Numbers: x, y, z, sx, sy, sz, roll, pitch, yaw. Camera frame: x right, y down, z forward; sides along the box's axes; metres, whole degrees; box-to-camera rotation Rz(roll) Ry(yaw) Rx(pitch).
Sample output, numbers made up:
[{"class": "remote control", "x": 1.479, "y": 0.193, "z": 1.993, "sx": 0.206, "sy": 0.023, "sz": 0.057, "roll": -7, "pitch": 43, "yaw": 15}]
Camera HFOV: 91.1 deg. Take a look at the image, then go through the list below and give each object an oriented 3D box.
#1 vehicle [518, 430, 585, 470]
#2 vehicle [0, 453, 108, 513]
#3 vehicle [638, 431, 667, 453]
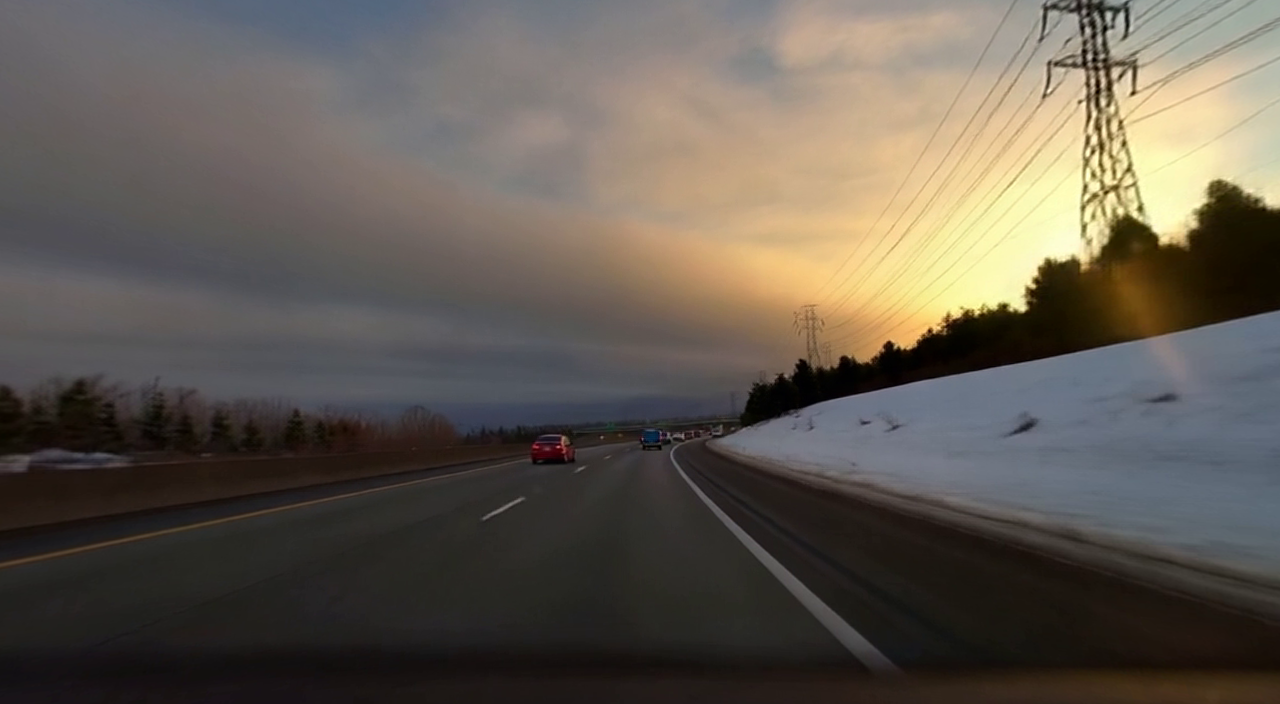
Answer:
[{"class": "vehicle", "x": -3.551, "y": 4.002, "z": 26.005, "sx": 2.030, "sy": 1.522, "sz": 4.250, "roll": 0, "pitch": -8, "yaw": 2}, {"class": "vehicle", "x": -18.519, "y": 3.789, "z": 18.350, "sx": 1.912, "sy": 1.514, "sz": 4.589, "roll": 0, "pitch": -8, "yaw": 0}, {"class": "vehicle", "x": 0.971, "y": 6.802, "z": 47.573, "sx": 2.077, "sy": 1.523, "sz": 4.206, "roll": 0, "pitch": -8, "yaw": 3}]
